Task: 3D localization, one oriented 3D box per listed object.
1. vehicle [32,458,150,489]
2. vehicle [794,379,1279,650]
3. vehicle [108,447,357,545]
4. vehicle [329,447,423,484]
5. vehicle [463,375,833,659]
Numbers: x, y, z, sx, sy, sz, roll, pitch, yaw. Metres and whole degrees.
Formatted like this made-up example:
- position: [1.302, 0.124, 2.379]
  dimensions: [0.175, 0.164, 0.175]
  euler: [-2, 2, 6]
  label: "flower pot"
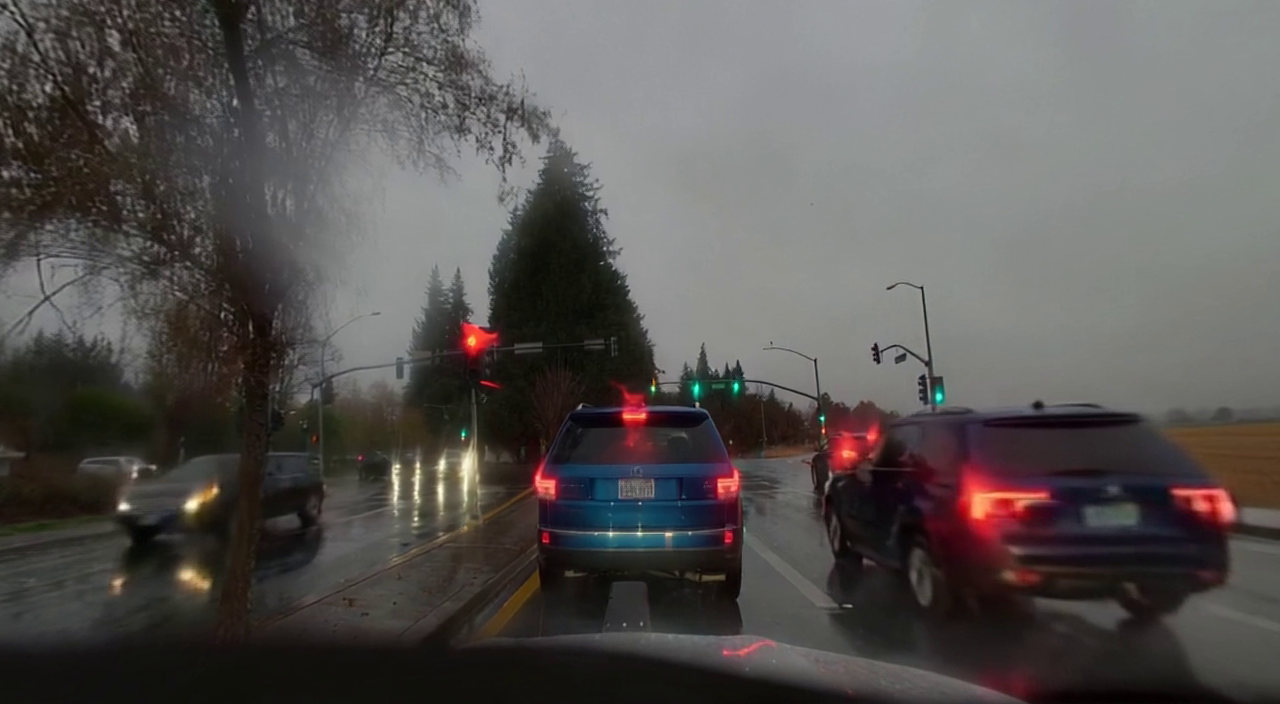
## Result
- position: [-30.958, 6.827, 35.657]
  dimensions: [4.605, 1.626, 2.251]
  euler: [0, -8, 2]
  label: "vehicle"
- position: [3.273, 1.347, 6.281]
  dimensions: [2.340, 1.693, 4.516]
  euler: [0, -8, 0]
  label: "vehicle"
- position: [-7.919, 2.780, 12.987]
  dimensions: [2.192, 1.606, 4.510]
  euler: [0, -8, -2]
  label: "vehicle"
- position: [-13.212, 5.615, 31.514]
  dimensions: [4.608, 1.680, 2.026]
  euler: [-6, -10, 33]
  label: "vehicle"
- position: [0.040, 1.331, 6.093]
  dimensions: [2.298, 1.770, 4.138]
  euler: [0, -8, 0]
  label: "vehicle"
